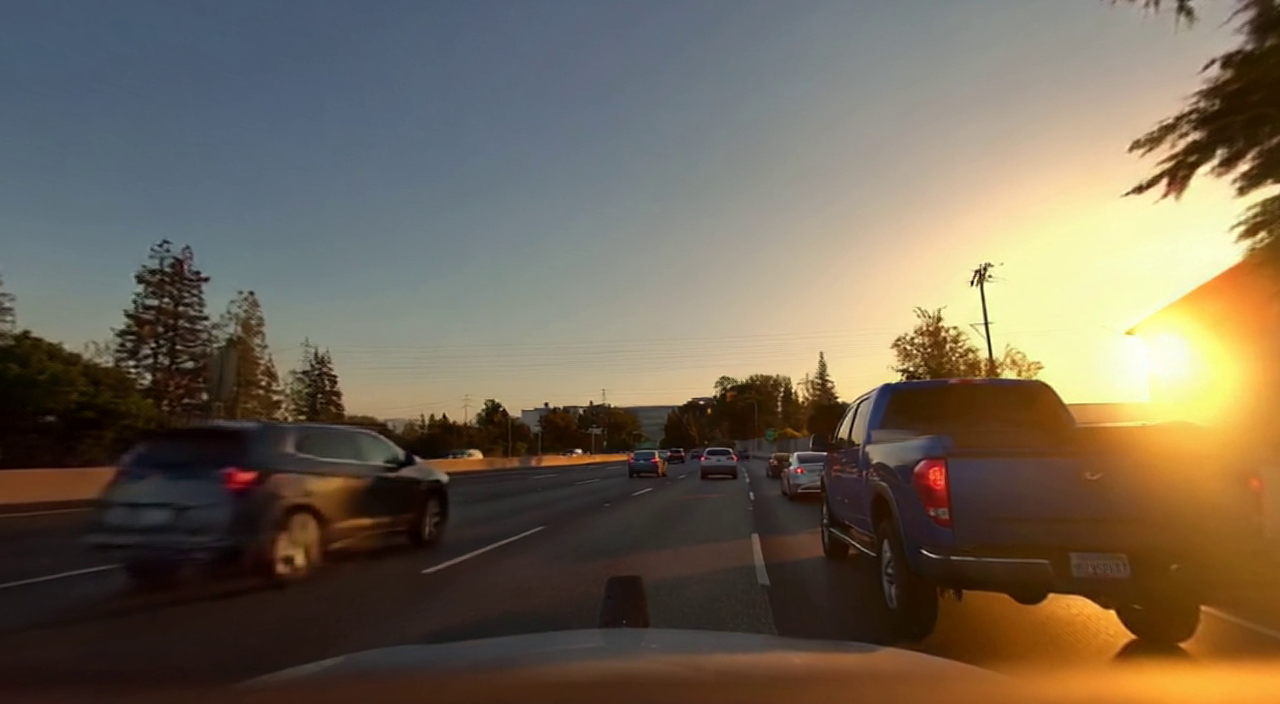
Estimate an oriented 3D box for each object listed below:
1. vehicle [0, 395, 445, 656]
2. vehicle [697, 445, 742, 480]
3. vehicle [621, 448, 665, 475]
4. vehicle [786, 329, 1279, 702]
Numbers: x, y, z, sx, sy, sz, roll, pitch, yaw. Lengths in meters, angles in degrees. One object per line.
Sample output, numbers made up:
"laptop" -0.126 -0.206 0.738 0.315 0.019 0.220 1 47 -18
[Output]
"vehicle" -4.239 1.506 6.686 2.209 1.714 4.576 -1 -9 10
"vehicle" 4.229 5.726 33.062 2.080 1.682 4.150 -1 -9 10
"vehicle" 0.278 6.730 39.000 2.119 1.478 4.644 -1 -9 8
"vehicle" 3.399 1.412 7.078 3.024 2.092 6.797 -1 -9 10
